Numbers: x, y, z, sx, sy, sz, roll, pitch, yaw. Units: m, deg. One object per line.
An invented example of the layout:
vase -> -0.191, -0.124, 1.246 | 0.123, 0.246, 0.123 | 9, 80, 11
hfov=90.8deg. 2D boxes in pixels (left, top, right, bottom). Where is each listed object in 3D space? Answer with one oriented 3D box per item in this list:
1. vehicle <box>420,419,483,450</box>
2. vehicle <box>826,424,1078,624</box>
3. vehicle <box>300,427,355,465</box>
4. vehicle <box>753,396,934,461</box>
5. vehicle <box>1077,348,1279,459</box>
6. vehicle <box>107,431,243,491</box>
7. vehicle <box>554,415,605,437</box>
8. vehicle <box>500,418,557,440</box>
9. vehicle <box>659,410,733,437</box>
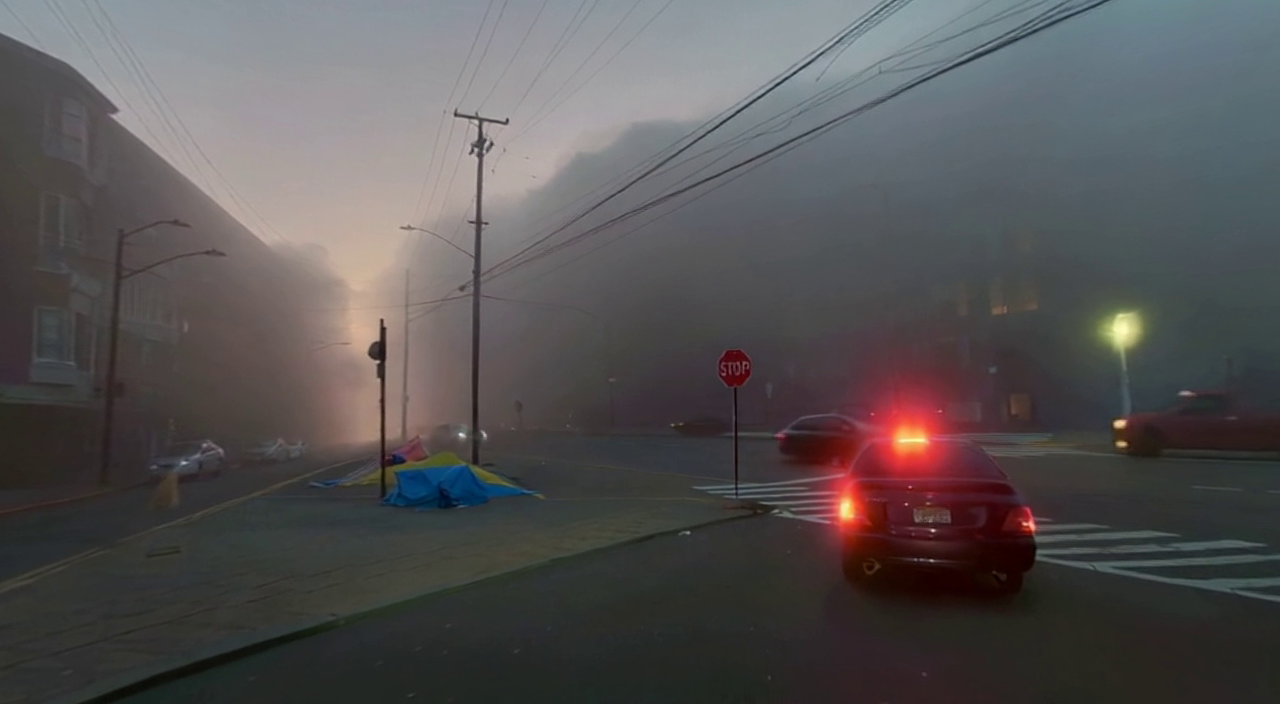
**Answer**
vehicle -> -11.029, 4.839, 36.760 | 1.870, 1.724, 4.320 | 7, -11, -40
vehicle -> 3.943, 1.767, 7.581 | 1.945, 1.647, 4.160 | -6, -10, 35
vehicle -> -15.509, 4.658, 31.520 | 1.987, 1.686, 3.971 | 1, -8, -19
vehicle -> 6.915, 2.694, 22.020 | 2.152, 1.970, 5.506 | 3, -8, -44
vehicle -> 17.977, 1.661, 19.159 | 2.584, 3.075, 7.172 | 8, -12, -44
vehicle -> -15.867, 3.729, 21.967 | 2.054, 1.800, 5.212 | 2, -9, -17
vehicle -> -4.578, 5.598, 47.396 | 1.768, 1.492, 4.090 | 7, -11, -40
vehicle -> -8.180, 5.653, 46.140 | 2.089, 1.506, 4.641 | 6, -11, -38
vehicle -> 3.297, 4.344, 37.869 | 1.790, 1.468, 4.422 | 7, -11, -39
